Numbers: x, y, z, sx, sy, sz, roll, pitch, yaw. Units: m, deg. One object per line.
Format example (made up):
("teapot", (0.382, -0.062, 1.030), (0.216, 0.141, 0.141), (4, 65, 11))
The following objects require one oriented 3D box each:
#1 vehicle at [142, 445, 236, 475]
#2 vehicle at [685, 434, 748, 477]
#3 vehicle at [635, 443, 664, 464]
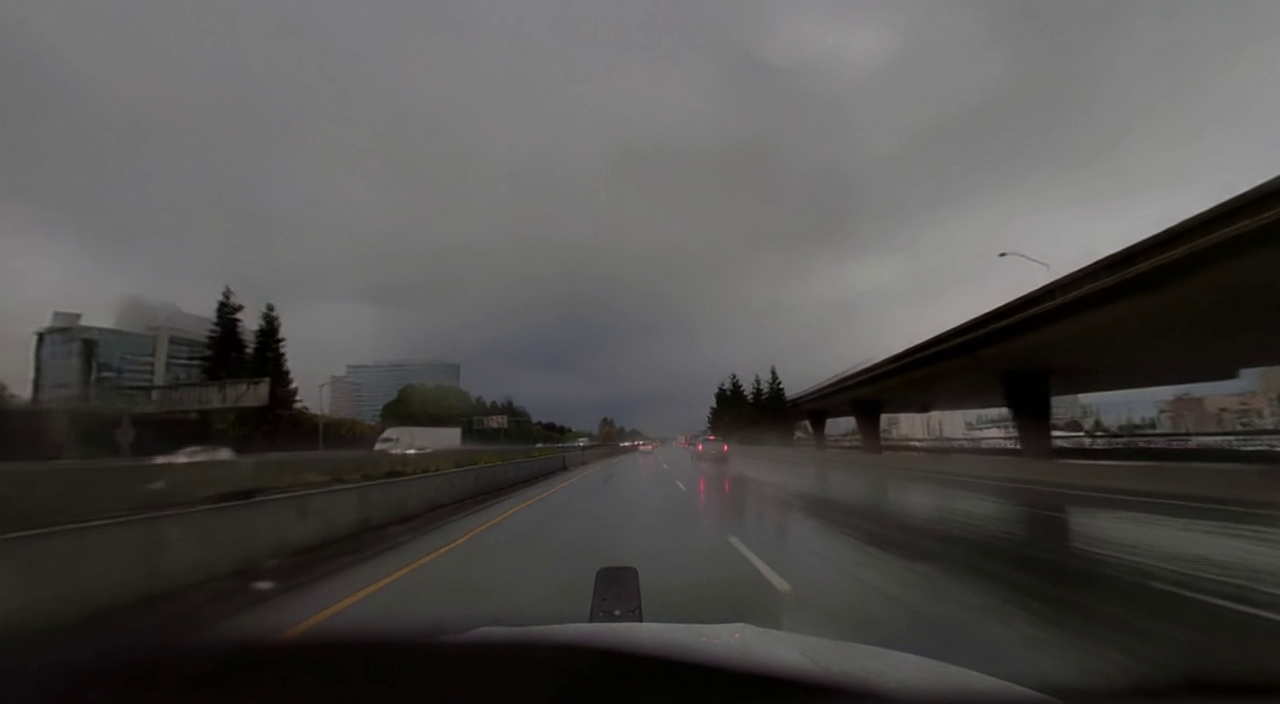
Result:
("vehicle", (-23.777, 5.717, 33.543), (1.740, 1.468, 4.371), (0, -9, 1))
("vehicle", (3.399, 4.751, 29.208), (2.226, 1.779, 4.835), (0, -9, -1))
("vehicle", (0.714, 7.635, 47.569), (2.046, 1.475, 3.784), (0, -9, 1))
